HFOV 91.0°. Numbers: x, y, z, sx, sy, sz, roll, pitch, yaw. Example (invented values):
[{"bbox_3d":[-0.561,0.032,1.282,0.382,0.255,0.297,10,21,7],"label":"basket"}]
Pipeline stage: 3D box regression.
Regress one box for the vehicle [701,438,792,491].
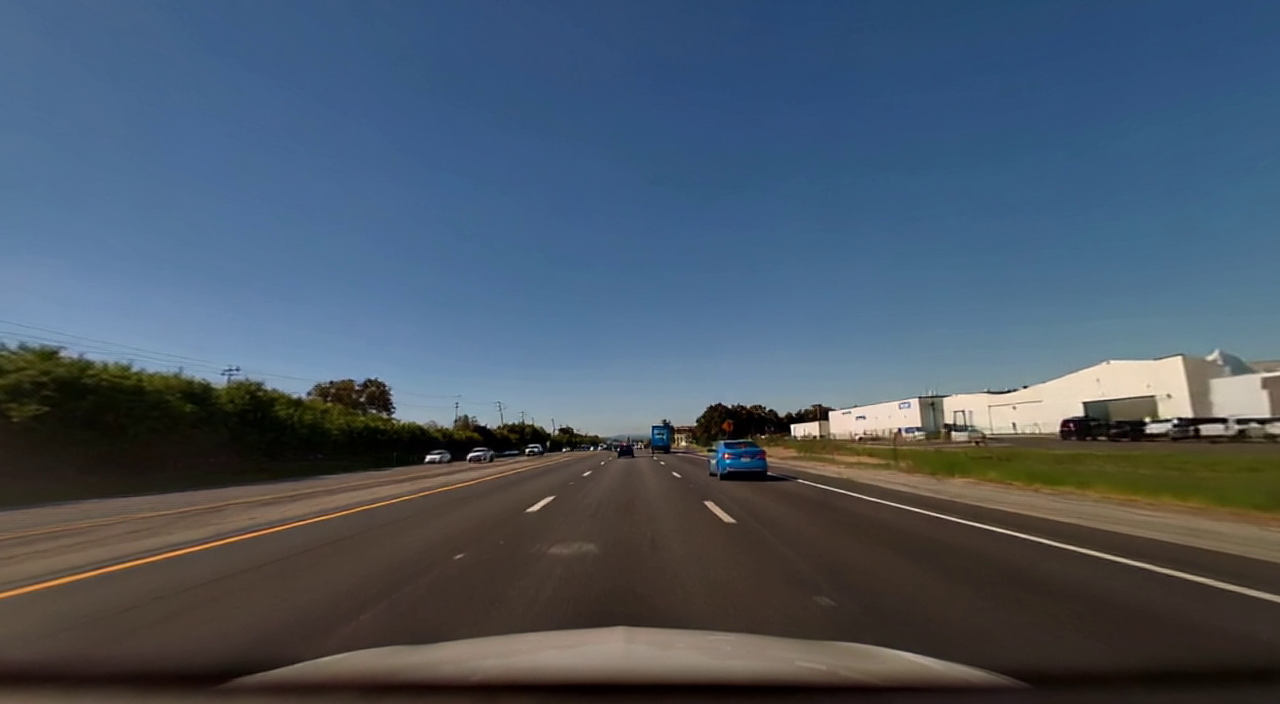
[{"bbox_3d":[3.165,3.430,19.620,2.048,1.482,3.956,0,-8,-1],"label":"vehicle"}]
